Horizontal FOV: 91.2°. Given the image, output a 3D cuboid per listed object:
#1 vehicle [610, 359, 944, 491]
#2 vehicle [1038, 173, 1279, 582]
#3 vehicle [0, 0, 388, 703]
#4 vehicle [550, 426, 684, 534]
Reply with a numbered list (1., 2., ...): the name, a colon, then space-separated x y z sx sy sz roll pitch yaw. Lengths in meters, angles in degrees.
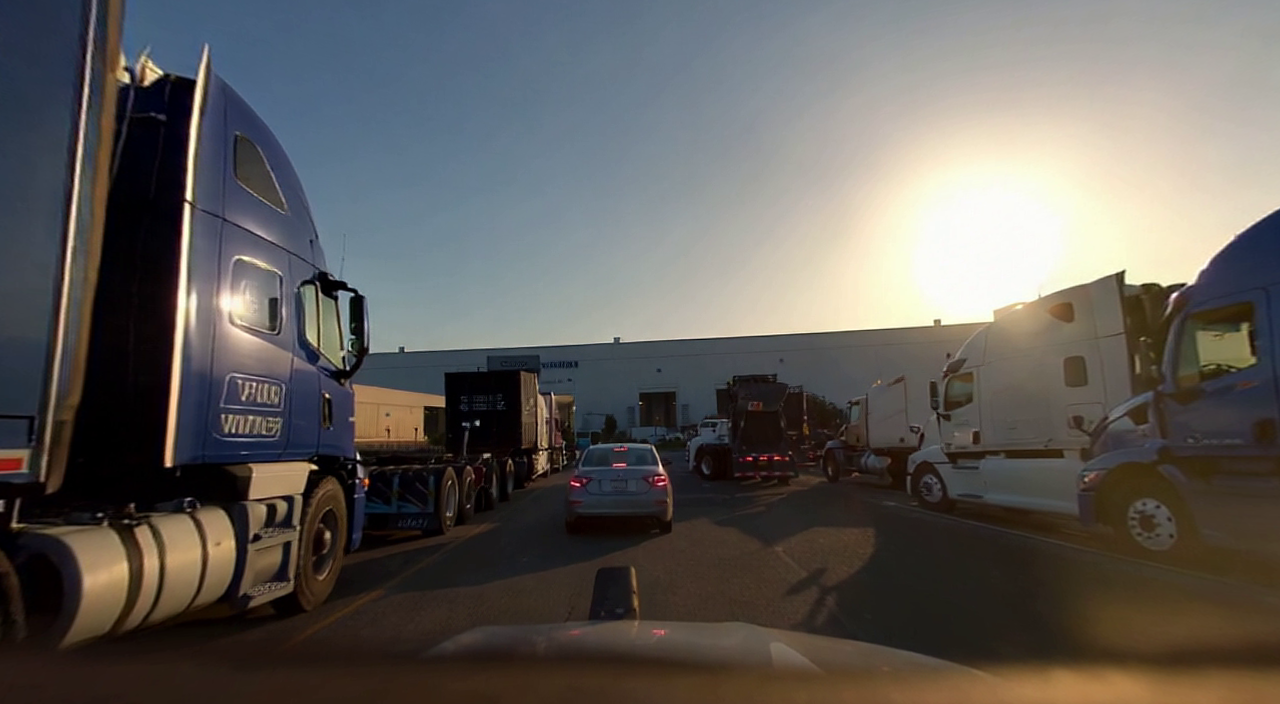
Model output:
1. vehicle: 4.458 3.199 26.111 2.877 4.124 14.516 4 -9 -41
2. vehicle: 11.160 -0.176 4.305 13.564 4.152 3.110 -9 -12 42
3. vehicle: -3.954 -0.021 1.661 2.986 3.391 9.523 0 -9 -3
4. vehicle: -0.391 2.345 12.027 2.140 1.682 3.971 0 -9 -1
